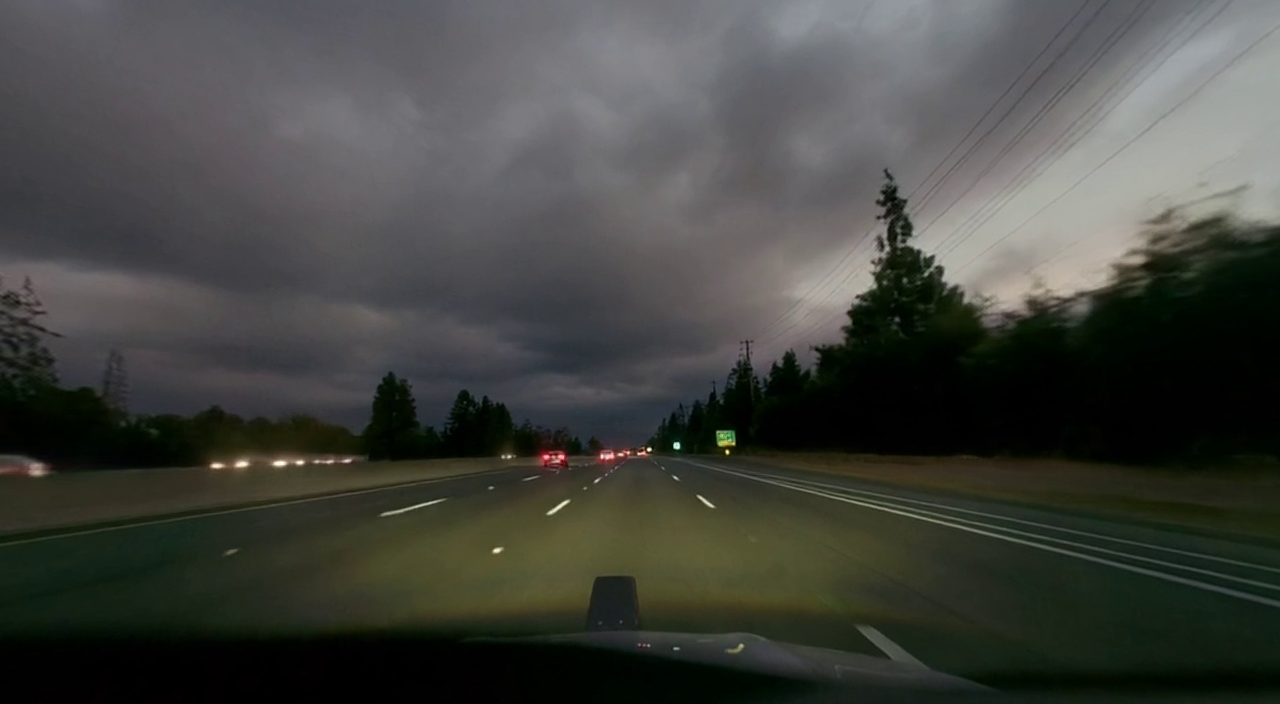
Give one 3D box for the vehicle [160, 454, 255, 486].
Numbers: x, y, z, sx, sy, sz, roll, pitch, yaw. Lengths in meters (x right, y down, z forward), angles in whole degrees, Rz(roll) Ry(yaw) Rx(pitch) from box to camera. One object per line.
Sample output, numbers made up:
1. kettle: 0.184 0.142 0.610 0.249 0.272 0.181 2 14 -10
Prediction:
1. vehicle: -23.334 6.359 34.208 1.895 1.520 4.696 0 -9 -1
